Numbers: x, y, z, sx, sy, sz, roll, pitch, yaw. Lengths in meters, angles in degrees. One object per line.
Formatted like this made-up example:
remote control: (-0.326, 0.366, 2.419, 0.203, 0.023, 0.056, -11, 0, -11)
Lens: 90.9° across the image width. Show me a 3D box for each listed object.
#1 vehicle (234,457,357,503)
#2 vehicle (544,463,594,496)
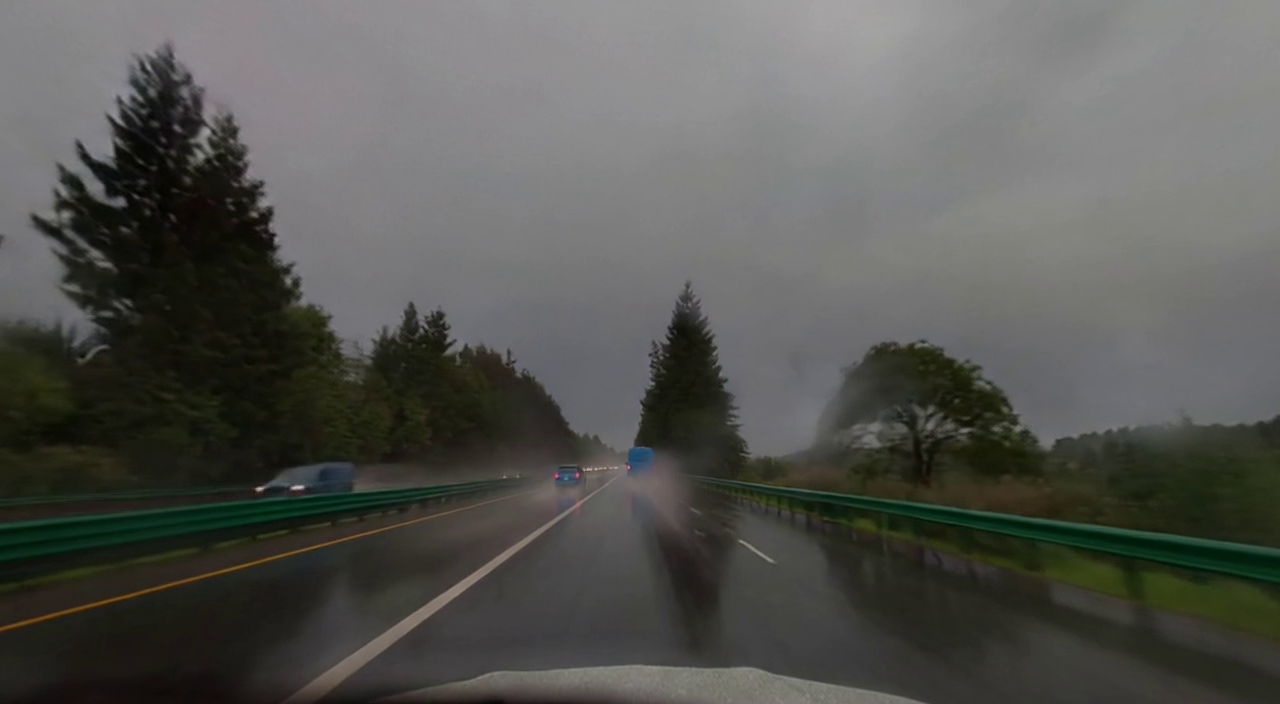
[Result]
vehicle: (-12.848, 4.820, 23.890, 1.900, 1.512, 4.717, 1, -11, 1)
vehicle: (-3.490, 6.372, 31.700, 2.038, 1.490, 4.391, 1, -11, -1)
